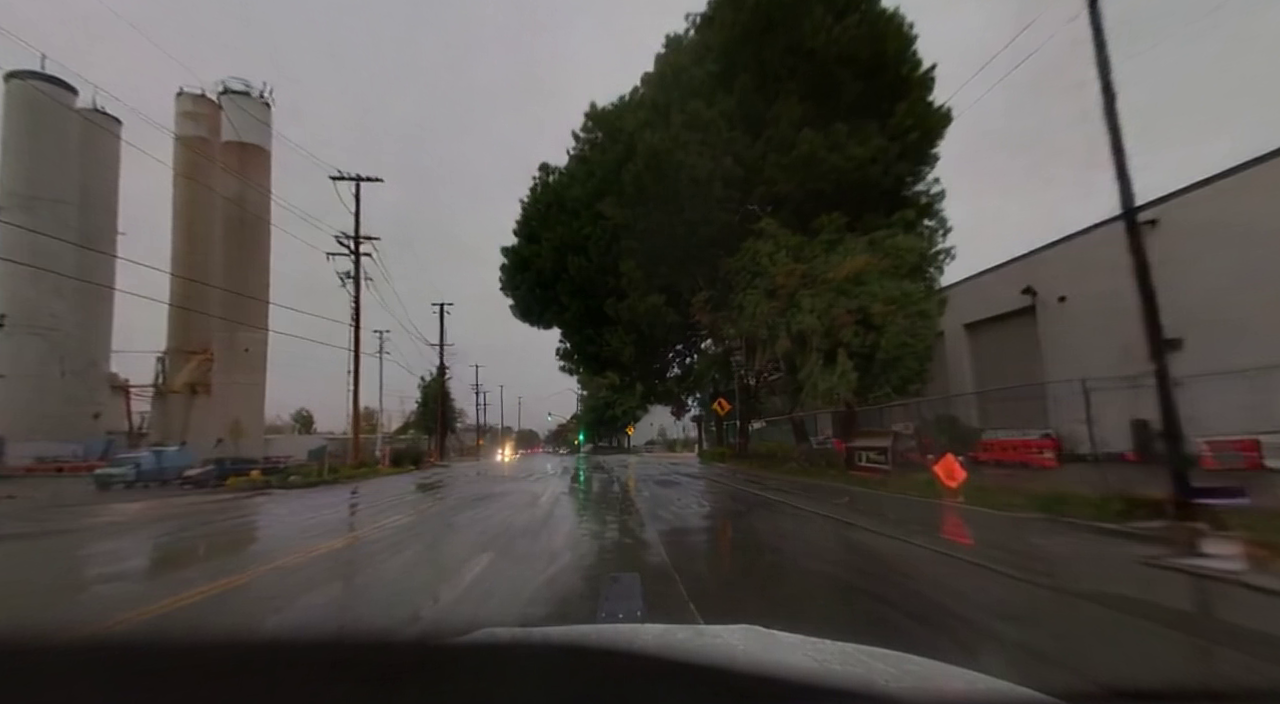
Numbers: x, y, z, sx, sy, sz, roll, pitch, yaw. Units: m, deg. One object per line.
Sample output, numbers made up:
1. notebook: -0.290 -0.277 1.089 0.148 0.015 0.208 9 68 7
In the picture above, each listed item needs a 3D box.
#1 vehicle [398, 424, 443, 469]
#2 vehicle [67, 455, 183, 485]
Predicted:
1. vehicle: -16.986 7.306 48.877 2.905 3.133 7.675 3 -9 -19
2. vehicle: -26.452 6.075 32.586 4.184 1.411 1.855 1 -9 -5
